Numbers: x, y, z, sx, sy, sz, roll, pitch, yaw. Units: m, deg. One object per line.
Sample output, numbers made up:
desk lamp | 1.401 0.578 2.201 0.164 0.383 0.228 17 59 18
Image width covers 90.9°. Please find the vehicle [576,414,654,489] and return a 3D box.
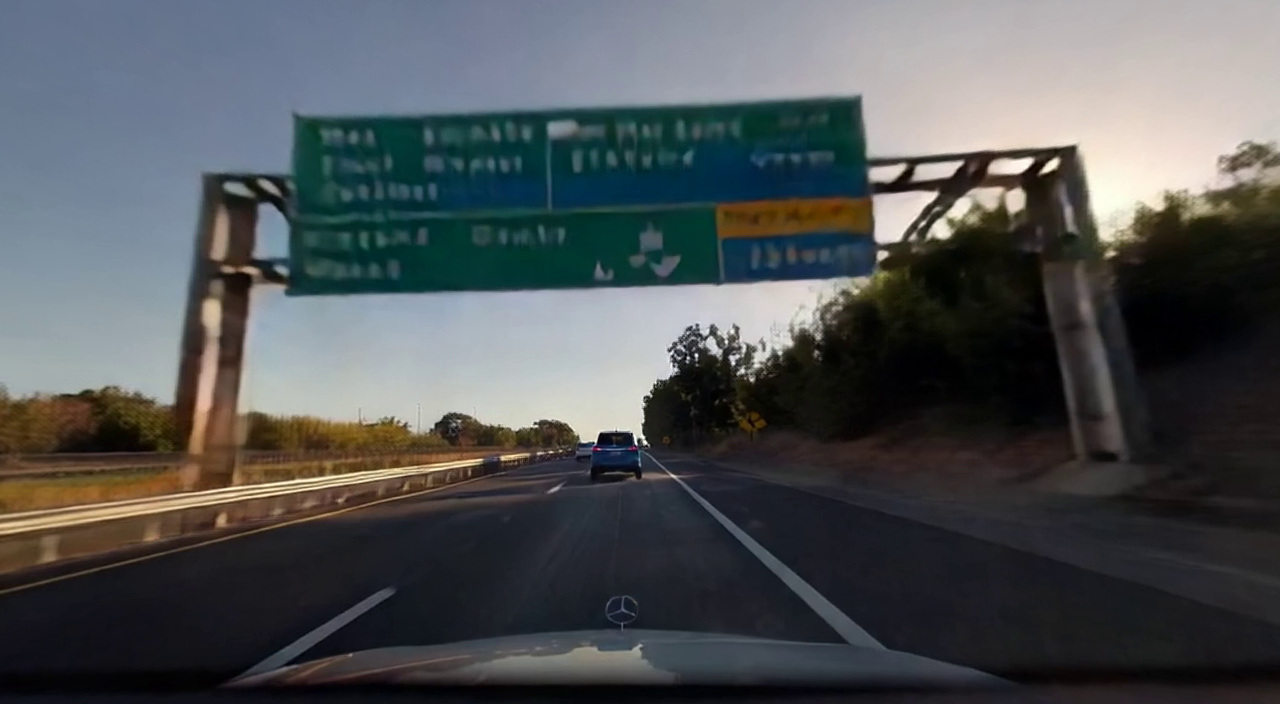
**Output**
vehicle | -0.768 3.263 20.827 2.248 2.154 4.892 0 -8 -1
